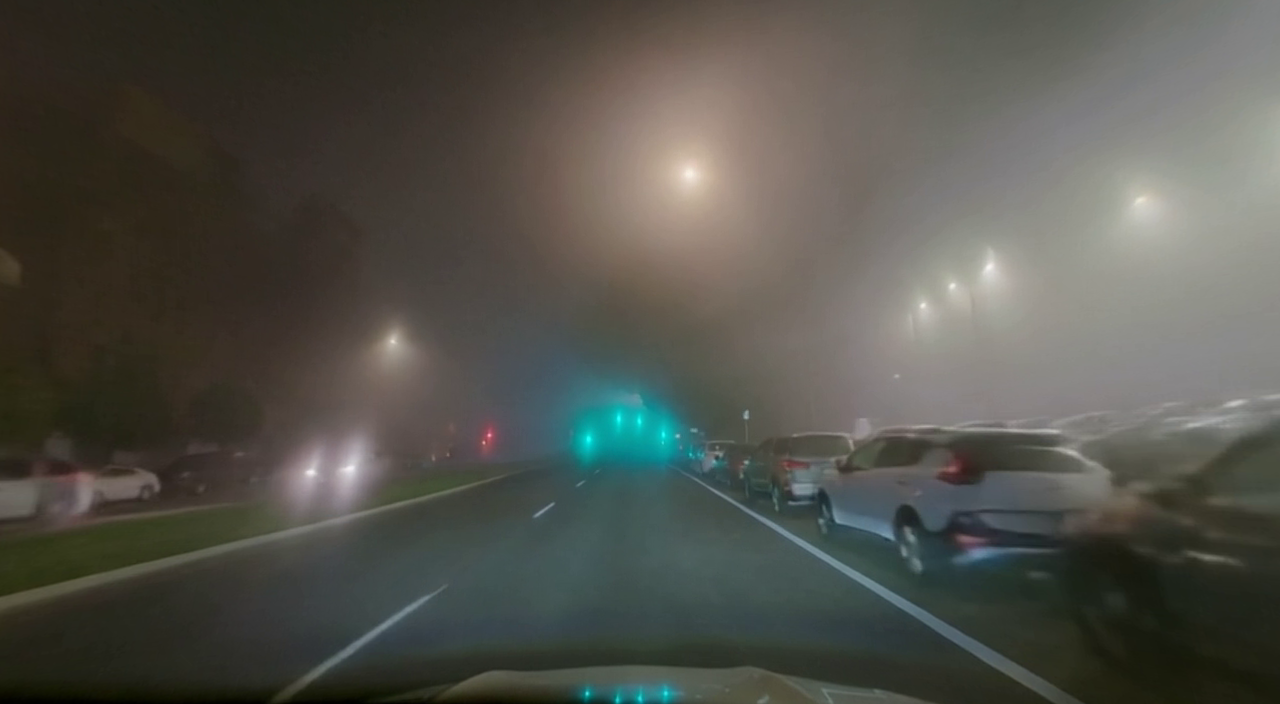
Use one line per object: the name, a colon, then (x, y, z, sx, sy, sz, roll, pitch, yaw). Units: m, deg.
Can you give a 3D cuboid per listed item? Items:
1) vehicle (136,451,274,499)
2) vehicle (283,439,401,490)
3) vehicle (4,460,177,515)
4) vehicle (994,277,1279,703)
vehicle: (-18.085, 5.096, 26.714, 2.037, 1.694, 5.511, 0, -8, -1)
vehicle: (-11.251, 4.245, 24.340, 2.127, 1.752, 4.889, 0, -8, 0)
vehicle: (-17.965, 4.409, 21.026, 1.780, 1.463, 4.573, 0, -8, -2)
vehicle: (3.409, 0.624, 1.990, 1.935, 1.920, 4.397, 0, -8, -1)
